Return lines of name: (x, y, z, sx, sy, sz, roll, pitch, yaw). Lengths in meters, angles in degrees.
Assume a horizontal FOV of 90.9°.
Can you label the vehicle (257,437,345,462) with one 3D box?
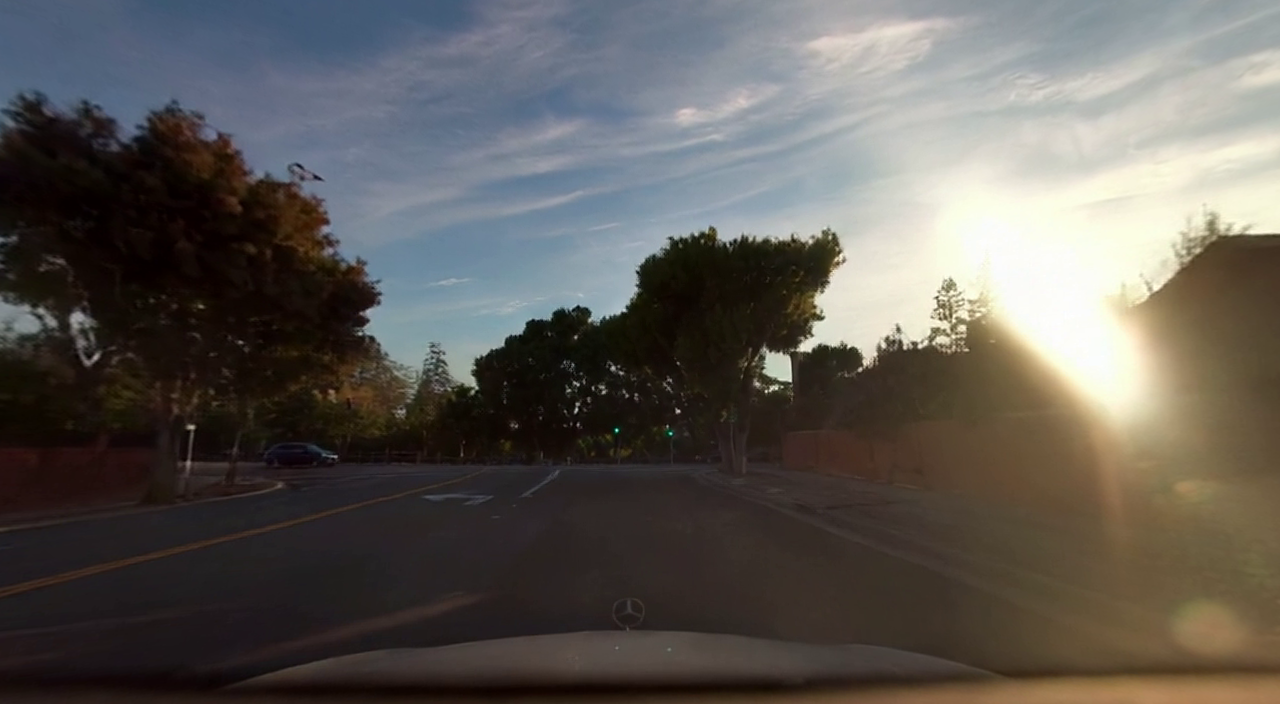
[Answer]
vehicle: (-24.728, 7.114, 46.186, 5.107, 1.749, 2.254, 0, -8, -6)
